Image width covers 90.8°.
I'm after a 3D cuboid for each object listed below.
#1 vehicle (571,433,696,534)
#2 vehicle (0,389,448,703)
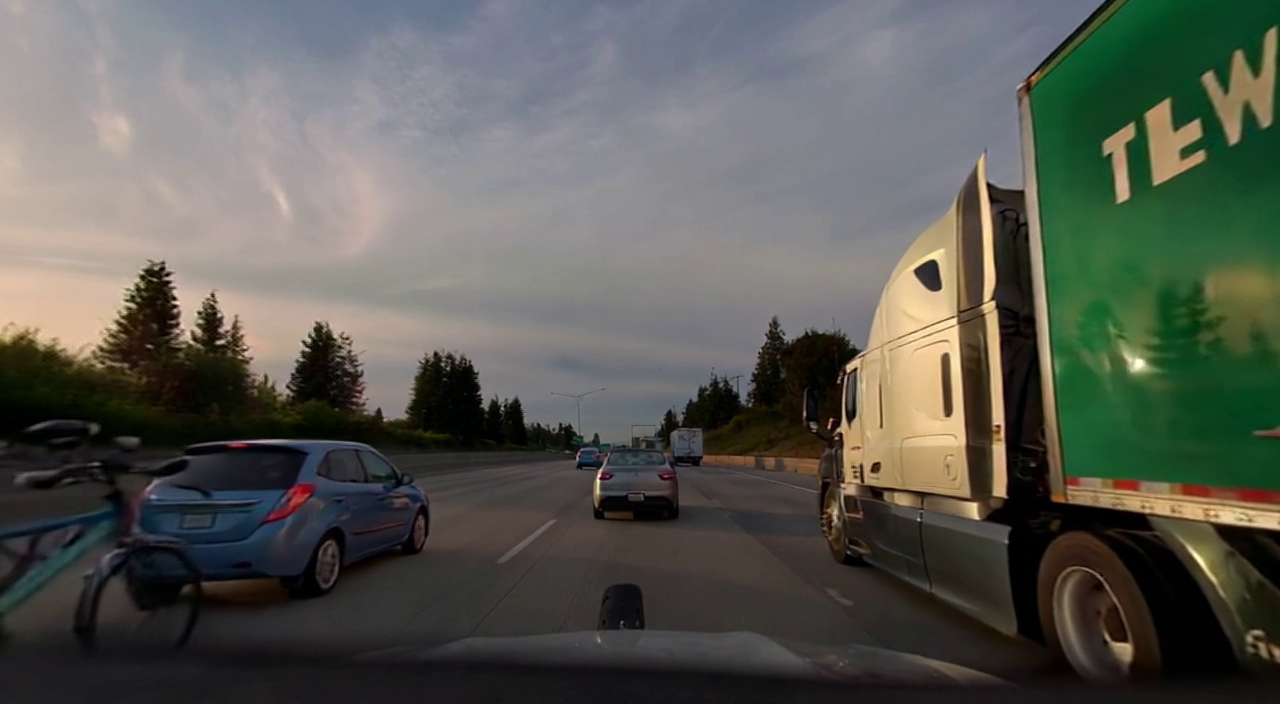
[{"bbox_3d":[-0.117,2.359,11.749,1.973,1.574,3.426,0,-9,-1],"label":"vehicle"},{"bbox_3d":[-3.489,1.398,5.750,1.985,1.671,4.604,0,-9,0],"label":"vehicle"}]
